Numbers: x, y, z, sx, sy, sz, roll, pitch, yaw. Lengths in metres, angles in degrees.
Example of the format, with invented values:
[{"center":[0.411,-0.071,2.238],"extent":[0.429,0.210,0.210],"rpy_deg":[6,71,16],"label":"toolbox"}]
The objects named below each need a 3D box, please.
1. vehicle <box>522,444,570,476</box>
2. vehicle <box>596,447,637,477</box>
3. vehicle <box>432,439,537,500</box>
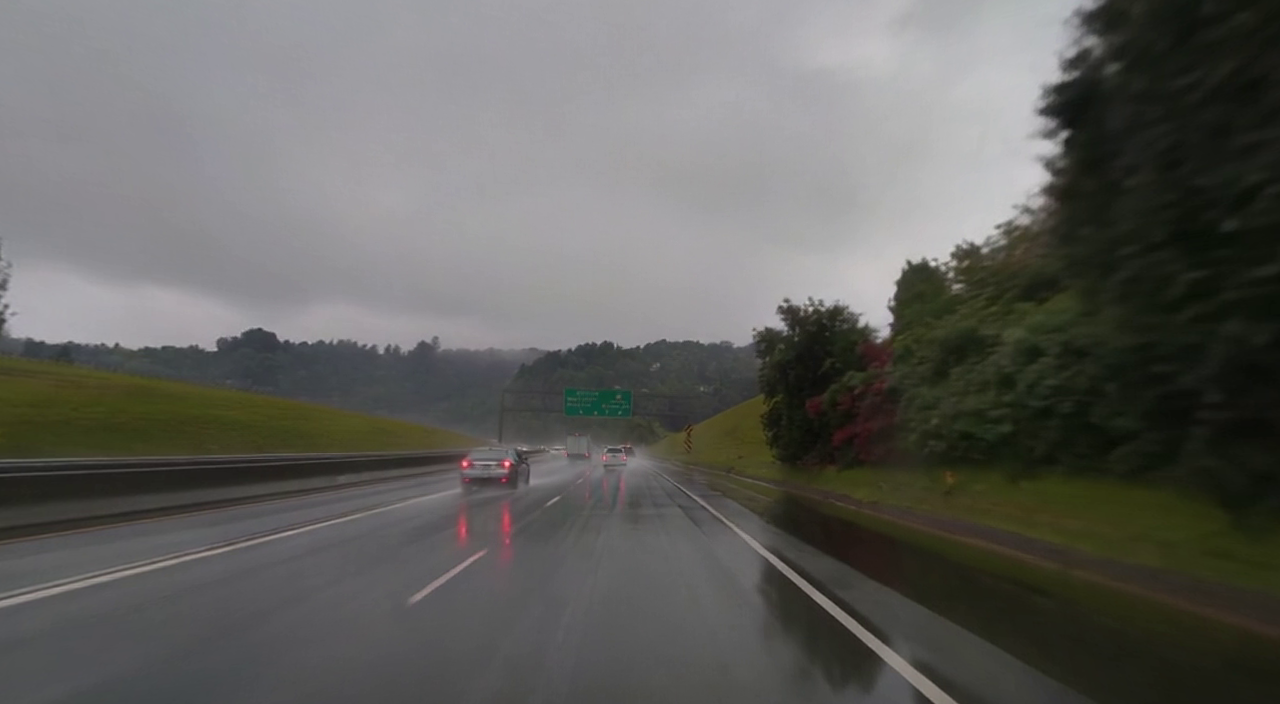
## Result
[{"center":[-5.057,5.881,34.552],"extent":[2.118,1.624,4.032],"rpy_deg":[0,-9,-1],"label":"vehicle"},{"center":[-1.249,5.743,33.262],"extent":[1.988,1.440,4.201],"rpy_deg":[0,-9,-2],"label":"vehicle"},{"center":[-4.578,3.532,19.308],"extent":[2.208,1.619,4.162],"rpy_deg":[0,-9,-1],"label":"vehicle"}]
